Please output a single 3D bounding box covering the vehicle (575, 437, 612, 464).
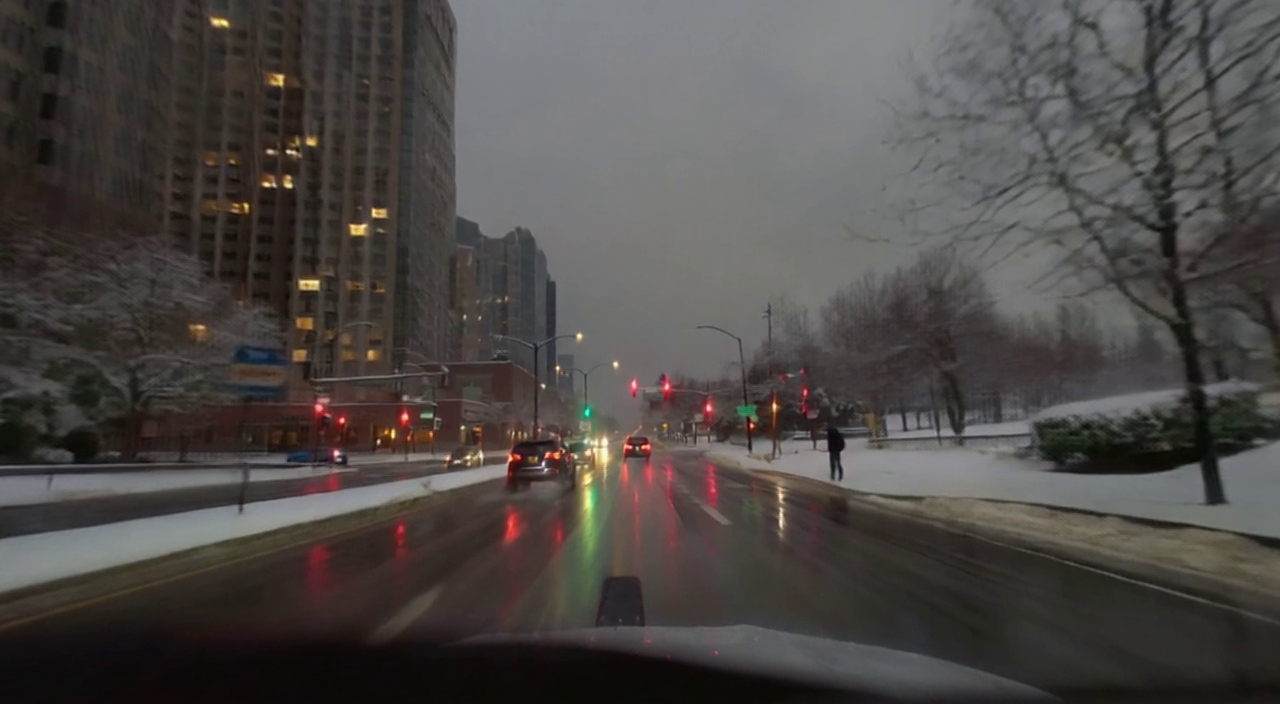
[{"bbox_3d":[-3.213,6.973,44.790,2.152,1.802,4.628,-1,-8,1],"label":"vehicle"}]

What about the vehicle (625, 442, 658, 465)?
[{"bbox_3d":[0.113,6.758,42.062,2.095,1.438,3.843,0,-8,0],"label":"vehicle"}]

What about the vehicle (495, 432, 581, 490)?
[{"bbox_3d":[-3.274,3.605,21.212,2.116,1.725,4.315,-1,-9,1],"label":"vehicle"}]
